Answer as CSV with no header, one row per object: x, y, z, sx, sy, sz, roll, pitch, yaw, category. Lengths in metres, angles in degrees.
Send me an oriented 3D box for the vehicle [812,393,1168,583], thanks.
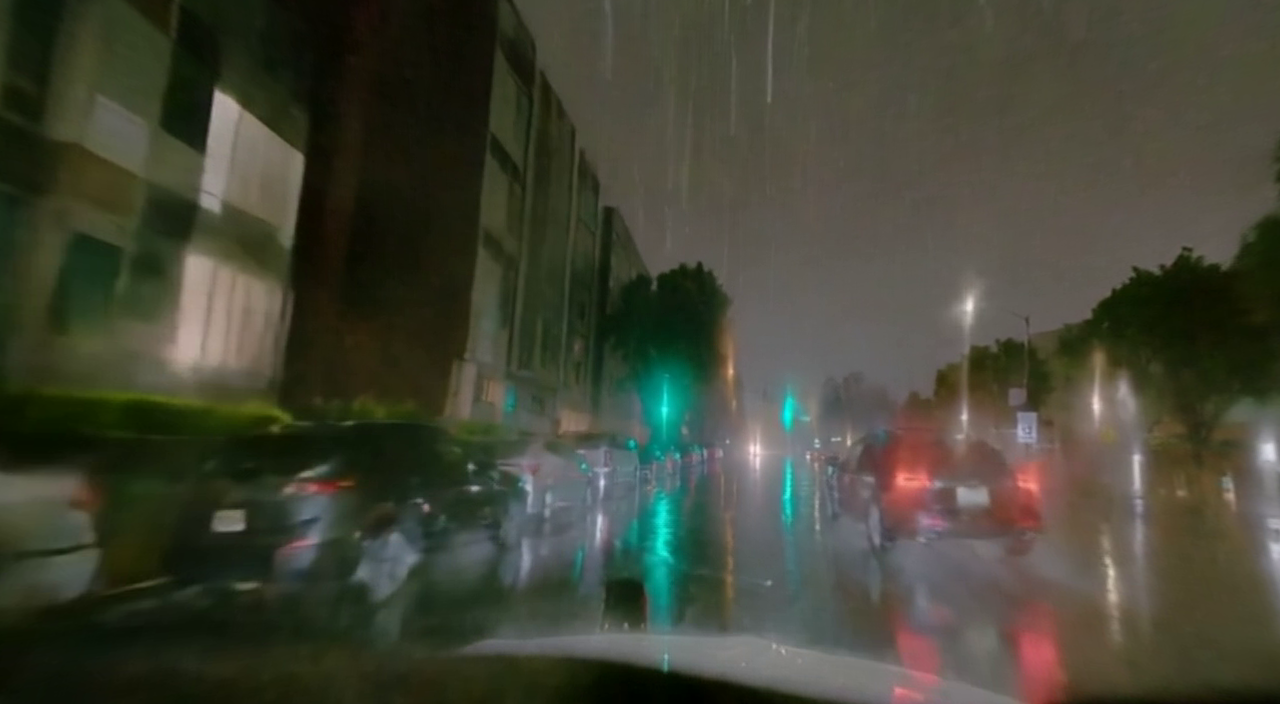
4.368,1.819,9.494,2.411,1.899,5.993,-1,-8,6,vehicle

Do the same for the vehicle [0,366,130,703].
-4.281,0.682,1.616,1.922,1.628,4.291,-1,-8,10,vehicle

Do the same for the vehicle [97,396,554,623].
-2.803,1.532,7.245,2.179,1.658,4.765,-2,-9,11,vehicle
